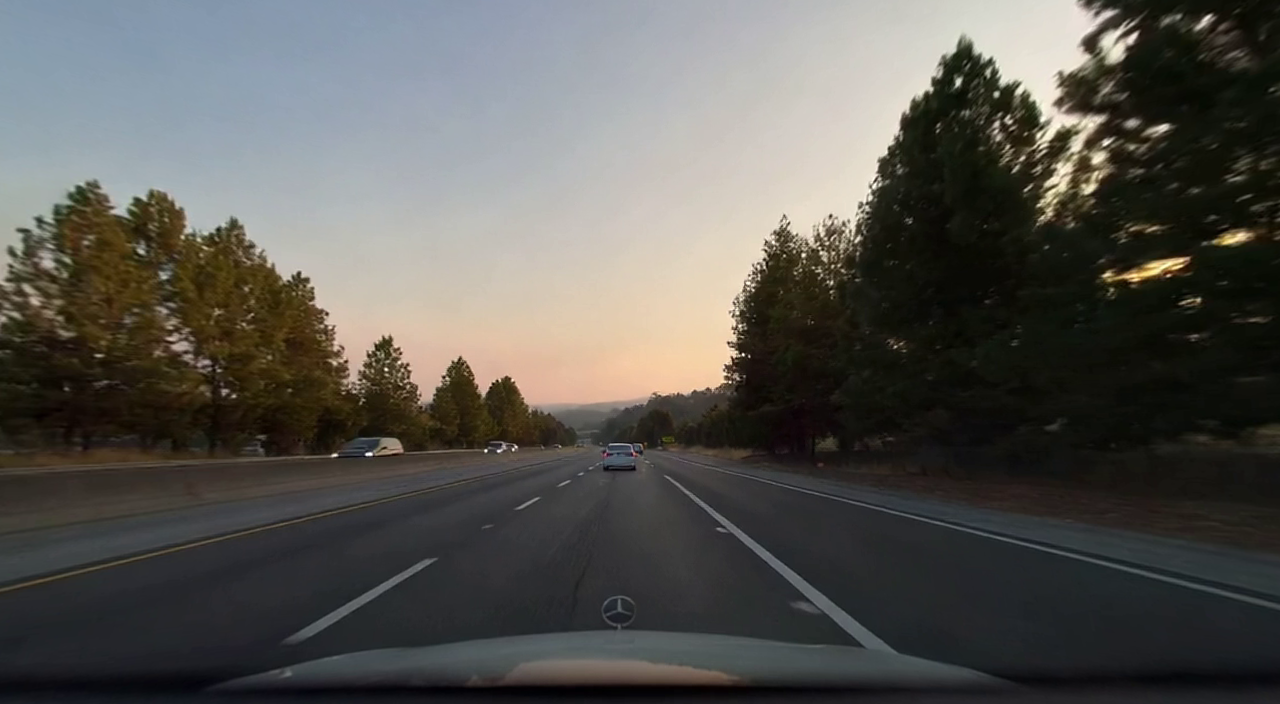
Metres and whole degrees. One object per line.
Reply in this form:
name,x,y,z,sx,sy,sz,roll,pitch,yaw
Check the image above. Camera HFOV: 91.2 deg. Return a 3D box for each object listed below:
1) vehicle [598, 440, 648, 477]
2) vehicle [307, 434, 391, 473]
vehicle,-0.739,4.800,28.458,2.095,1.537,4.017,0,-9,-1
vehicle,-13.087,4.592,28.524,1.880,1.621,4.124,0,-9,-1
